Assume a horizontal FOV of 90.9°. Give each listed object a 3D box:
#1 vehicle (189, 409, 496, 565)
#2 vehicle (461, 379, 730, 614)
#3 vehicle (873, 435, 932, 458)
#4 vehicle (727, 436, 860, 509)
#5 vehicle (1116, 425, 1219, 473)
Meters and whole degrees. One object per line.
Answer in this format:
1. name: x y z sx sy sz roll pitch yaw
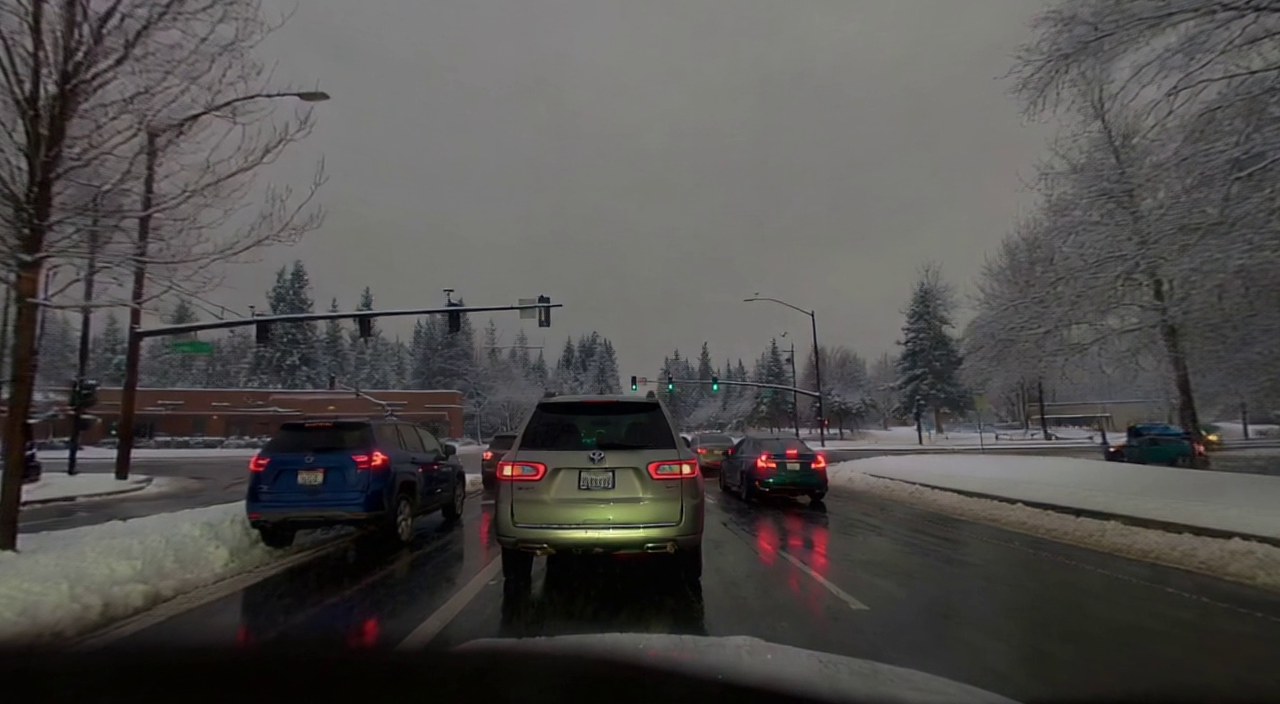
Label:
1. vehicle: -3.733 1.793 9.137 2.160 1.666 4.583 0 -8 1
2. vehicle: -0.341 1.430 7.094 2.064 1.817 4.298 0 -8 0
3. vehicle: 19.986 7.202 47.910 4.361 1.653 2.034 6 -10 -35
4. vehicle: 3.459 2.795 15.135 2.121 1.494 4.208 0 -8 0
5. vehicle: 19.280 3.513 22.973 4.215 1.578 1.892 7 -11 -38
